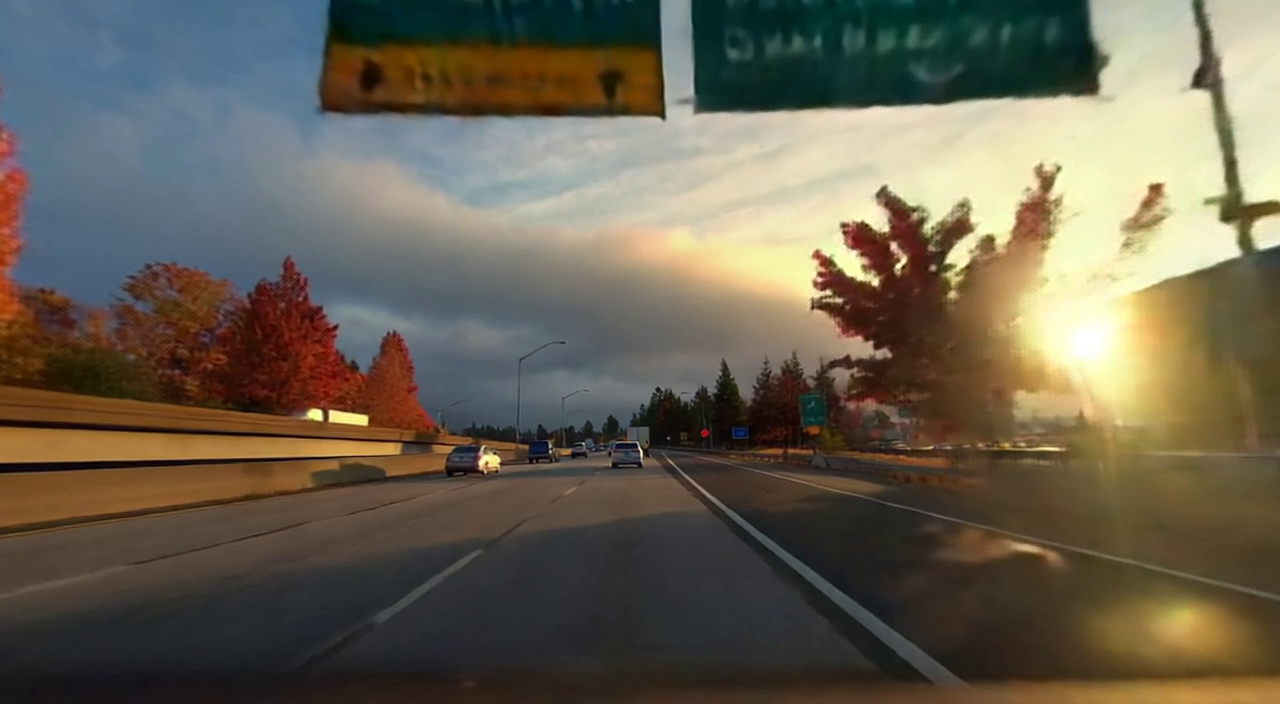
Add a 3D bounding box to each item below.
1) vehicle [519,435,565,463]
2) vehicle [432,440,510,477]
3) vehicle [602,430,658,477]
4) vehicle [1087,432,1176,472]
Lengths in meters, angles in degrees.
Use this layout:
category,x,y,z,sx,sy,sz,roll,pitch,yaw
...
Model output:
category,x,y,z,sx,sy,sz,roll,pitch,yaw
vehicle,-7.199,7.232,46.959,2.328,1.927,5.880,0,-8,1
vehicle,-7.339,4.671,27.829,2.074,1.495,4.643,0,-8,1
vehicle,-0.411,4.406,27.555,2.245,1.863,4.801,0,-9,0
vehicle,24.696,5.053,31.857,2.242,1.835,4.667,-3,-9,22
